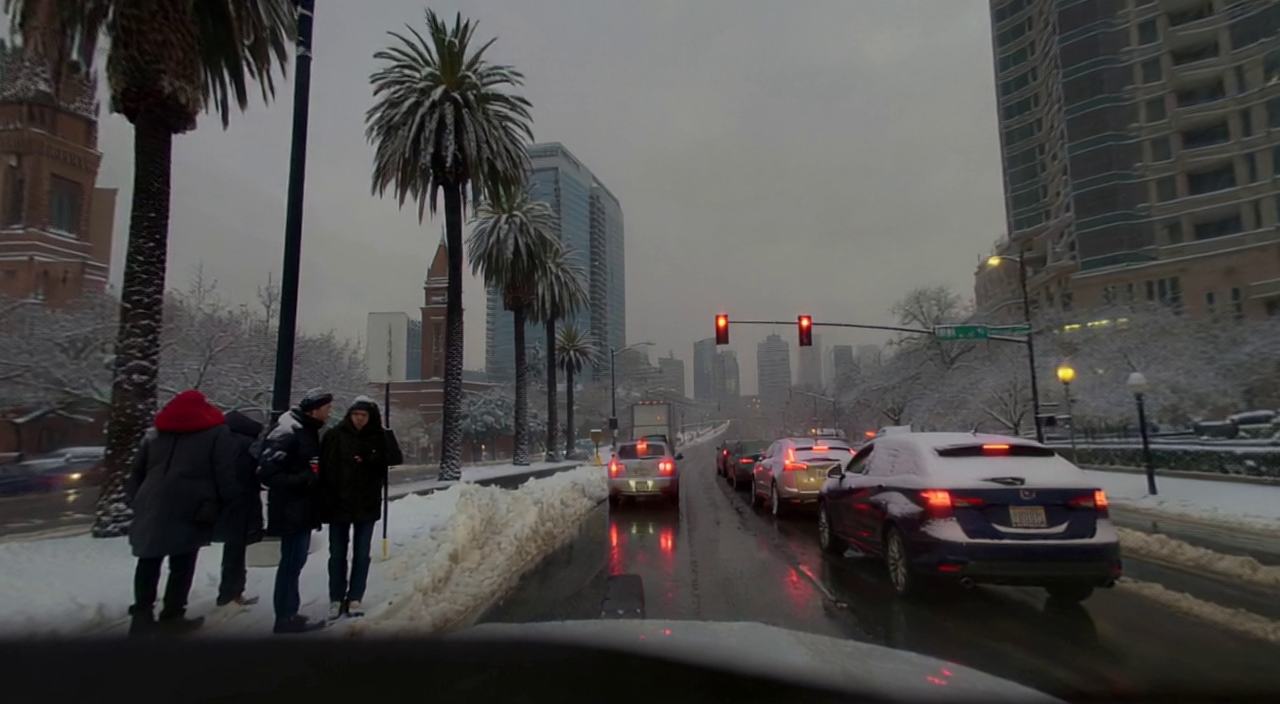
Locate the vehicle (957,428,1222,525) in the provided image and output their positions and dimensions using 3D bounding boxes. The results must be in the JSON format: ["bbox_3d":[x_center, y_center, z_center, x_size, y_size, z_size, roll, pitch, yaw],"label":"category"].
[{"bbox_3d":[8.177,2.280,12.085,1.859,1.508,4.259,0,-9,-1],"label":"vehicle"}]

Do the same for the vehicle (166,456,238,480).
[{"bbox_3d":[-30.498,8.062,44.006,1.829,1.483,4.745,0,-9,-4],"label":"vehicle"}]

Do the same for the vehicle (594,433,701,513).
[{"bbox_3d":[0.179,2.612,13.996,2.048,1.503,3.681,0,-9,1],"label":"vehicle"}]

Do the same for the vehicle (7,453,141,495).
[{"bbox_3d":[-26.696,5.718,29.964,2.105,1.793,4.812,0,-9,-4],"label":"vehicle"}]

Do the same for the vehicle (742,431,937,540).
[{"bbox_3d":[3.102,2.173,10.909,1.913,1.469,4.425,0,-9,0],"label":"vehicle"}]
